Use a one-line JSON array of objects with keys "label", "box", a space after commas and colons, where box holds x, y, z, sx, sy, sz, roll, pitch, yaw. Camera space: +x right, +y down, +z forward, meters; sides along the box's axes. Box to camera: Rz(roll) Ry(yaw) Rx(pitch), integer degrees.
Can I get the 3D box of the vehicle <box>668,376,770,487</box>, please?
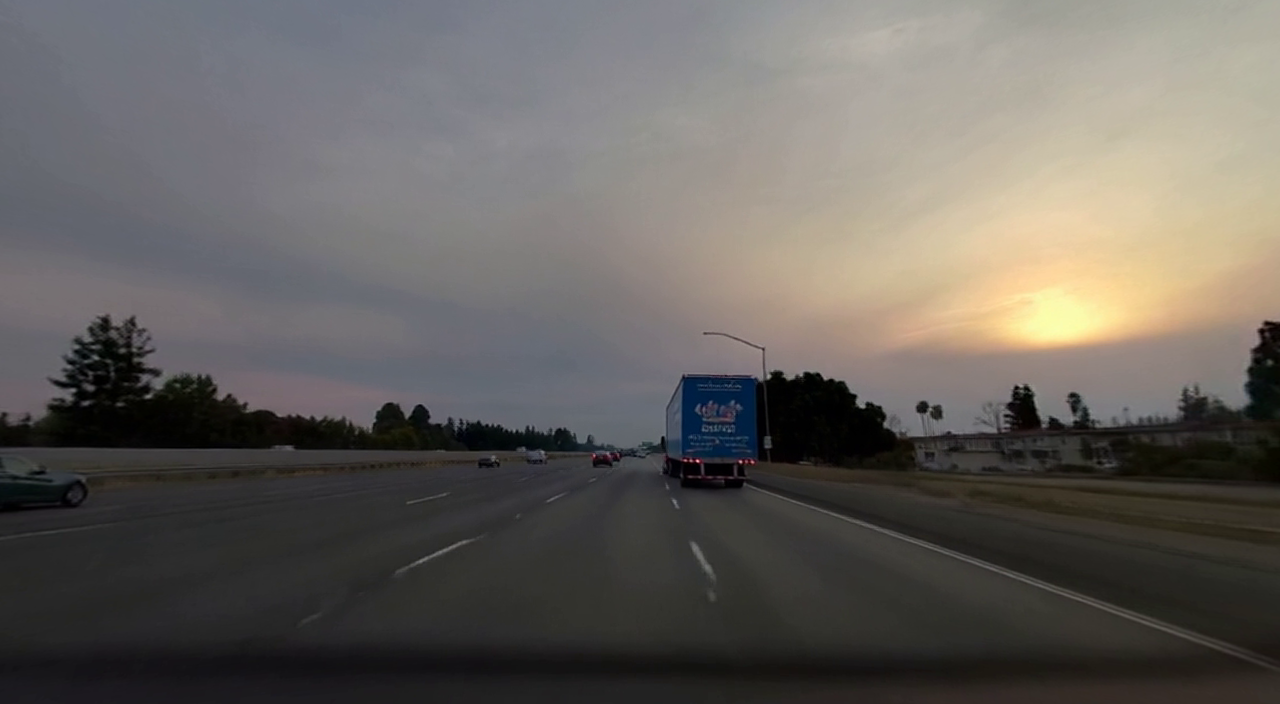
[{"label": "vehicle", "box": [3.251, 4.098, 31.162, 3.140, 4.100, 15.551, 0, -9, 0]}]
